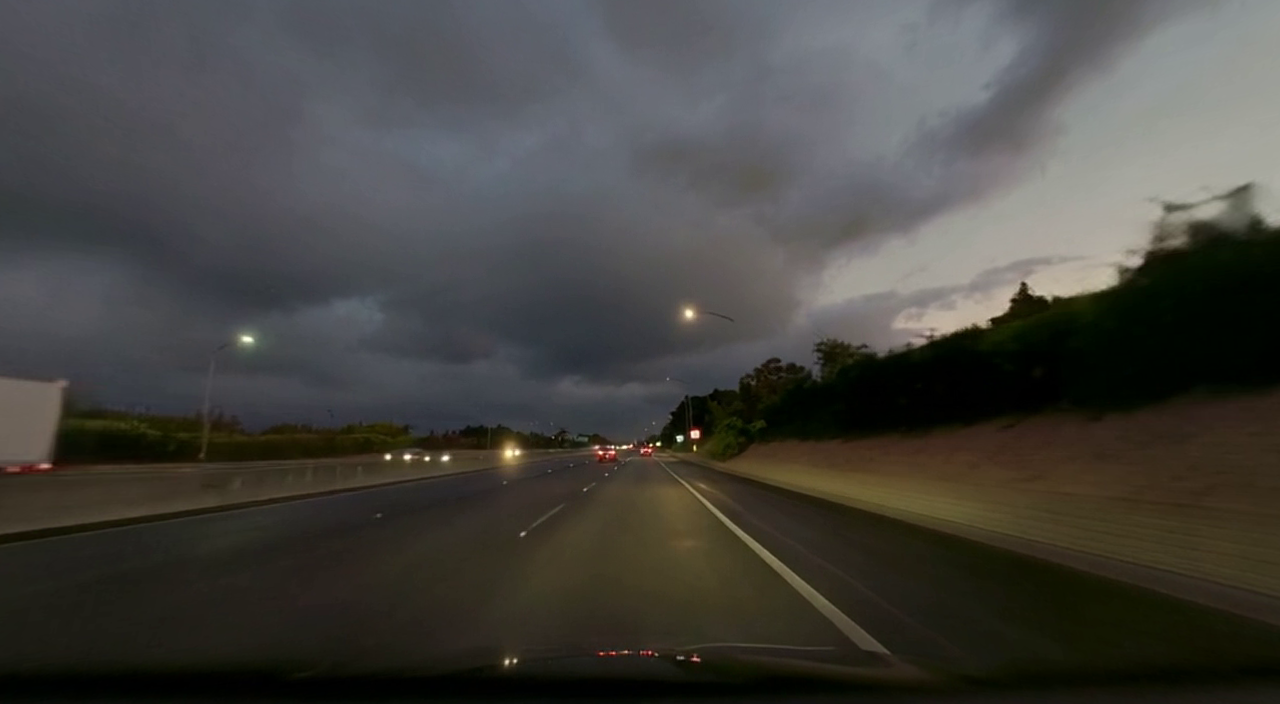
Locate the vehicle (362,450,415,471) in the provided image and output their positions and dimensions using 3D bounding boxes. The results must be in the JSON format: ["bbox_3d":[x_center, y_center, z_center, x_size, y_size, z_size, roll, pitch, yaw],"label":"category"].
[{"bbox_3d":[-18.719,8.090,47.121,2.062,1.470,4.466,0,-9,1],"label":"vehicle"}]

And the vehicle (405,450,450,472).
[{"bbox_3d":[-14.835,7.617,44.288,1.789,1.439,3.665,0,-9,1],"label":"vehicle"}]
